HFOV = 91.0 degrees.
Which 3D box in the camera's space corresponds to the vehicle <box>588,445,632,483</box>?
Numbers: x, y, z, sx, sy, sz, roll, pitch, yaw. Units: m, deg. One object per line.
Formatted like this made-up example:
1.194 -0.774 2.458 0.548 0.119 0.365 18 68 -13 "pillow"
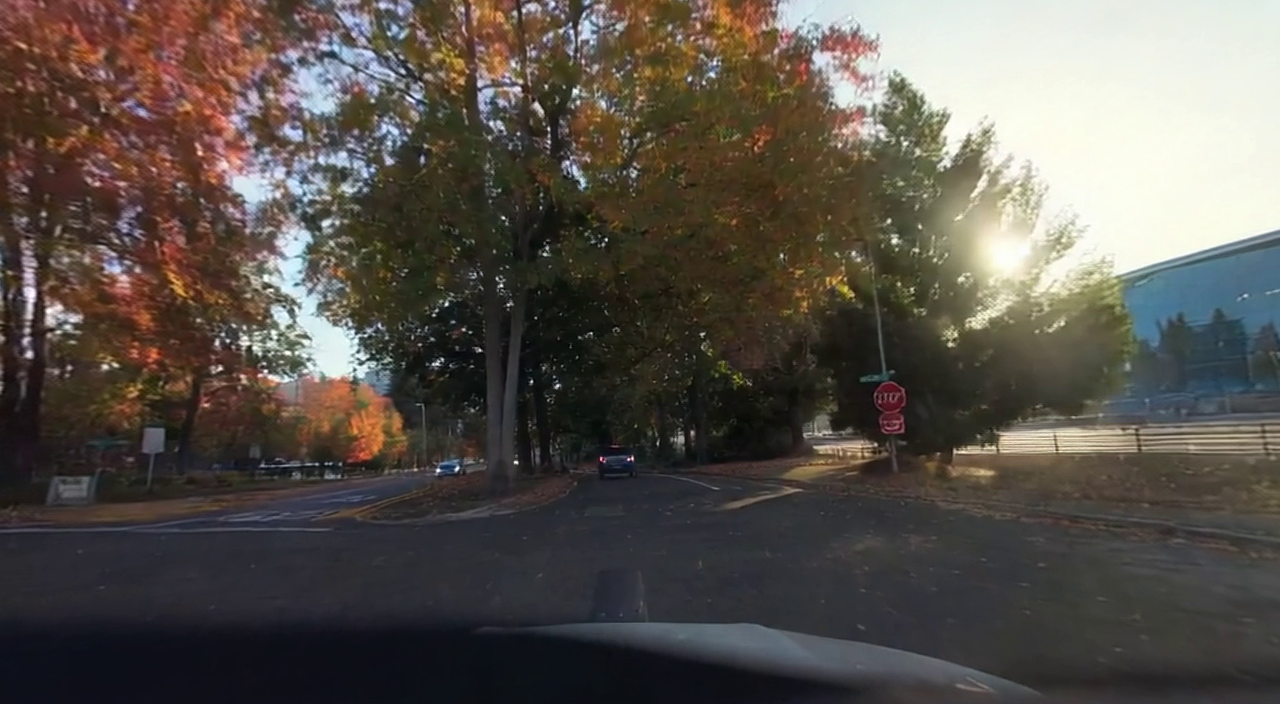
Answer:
-1.631 6.396 36.384 2.284 2.012 5.607 0 -9 -1 "vehicle"
